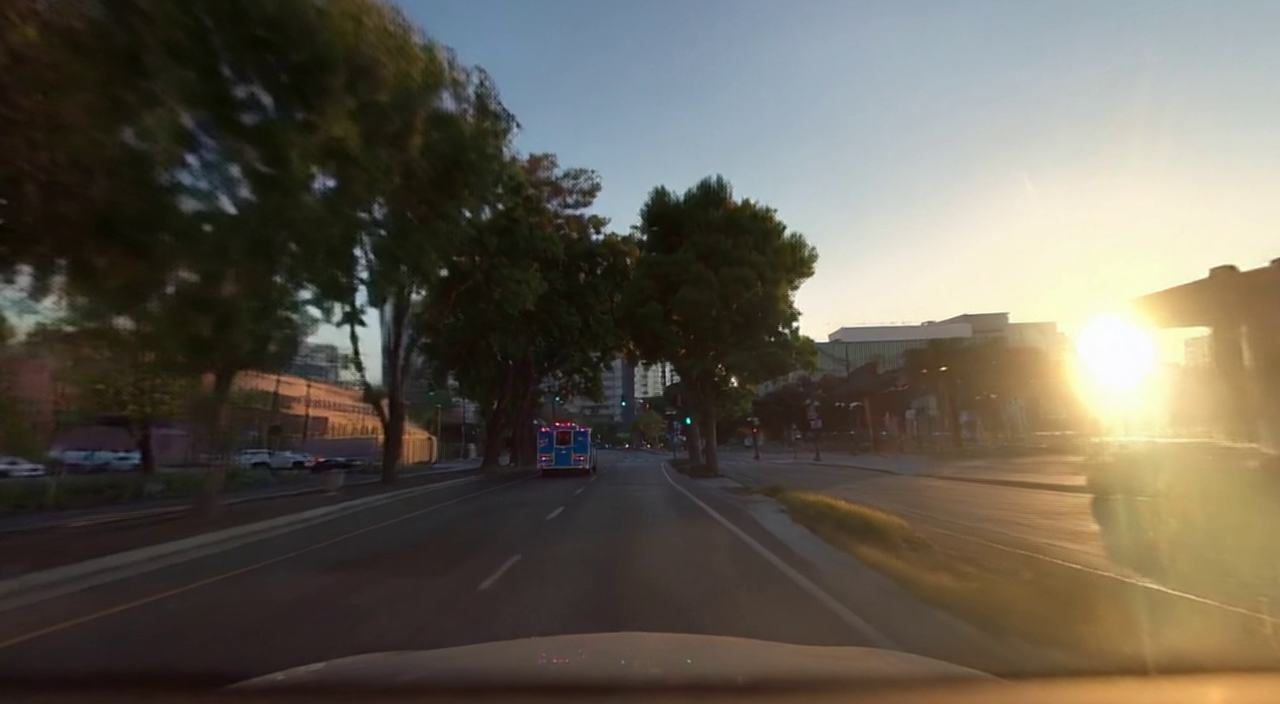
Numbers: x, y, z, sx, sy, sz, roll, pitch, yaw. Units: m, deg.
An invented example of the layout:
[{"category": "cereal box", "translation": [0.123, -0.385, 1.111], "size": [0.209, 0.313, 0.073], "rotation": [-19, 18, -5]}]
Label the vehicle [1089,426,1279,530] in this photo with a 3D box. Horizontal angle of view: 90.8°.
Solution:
[{"category": "vehicle", "translation": [11.636, 2.435, 12.798], "size": [1.980, 1.719, 4.422], "rotation": [-1, -9, 4]}]

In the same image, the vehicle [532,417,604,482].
[{"category": "vehicle", "translation": [-3.301, 4.676, 30.399], "size": [2.633, 2.787, 5.796], "rotation": [0, -9, 2]}]
